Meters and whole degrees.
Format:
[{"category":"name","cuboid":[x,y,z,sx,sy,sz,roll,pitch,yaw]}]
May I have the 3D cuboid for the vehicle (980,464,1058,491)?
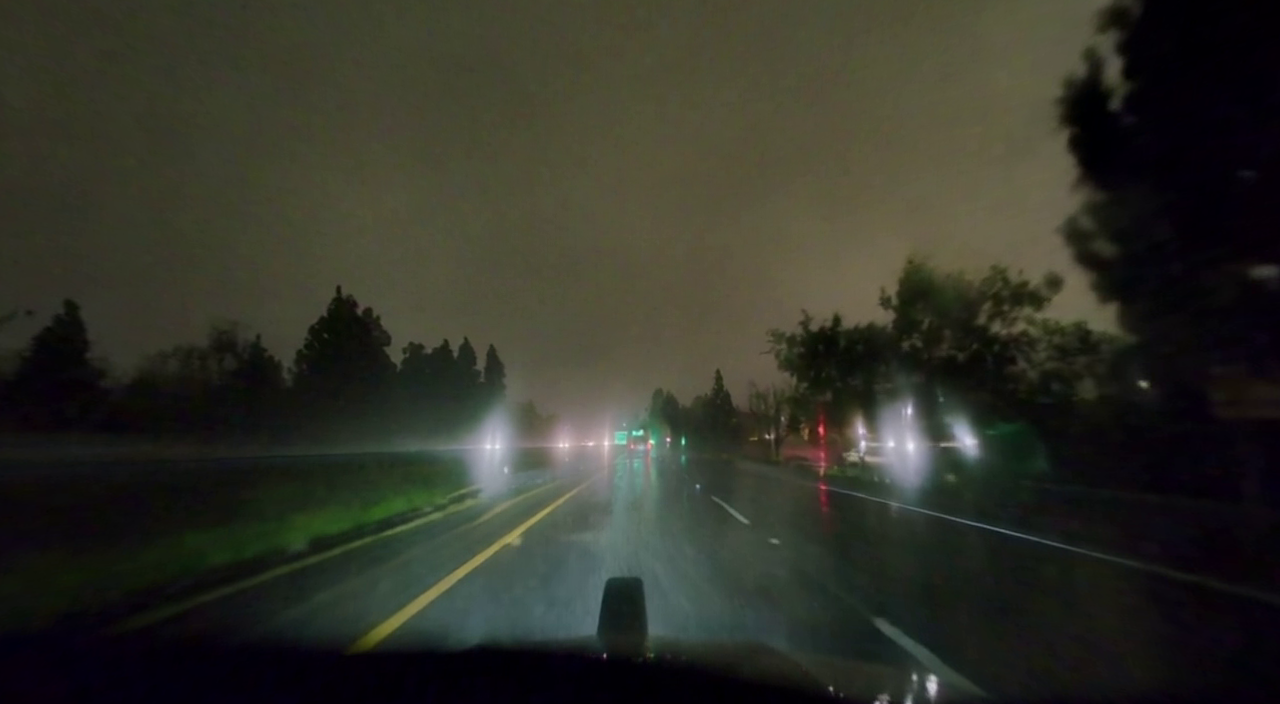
[{"category":"vehicle","cuboid":[29.078,9.572,48.431,4.895,1.819,2.060,-5,-10,31]}]
